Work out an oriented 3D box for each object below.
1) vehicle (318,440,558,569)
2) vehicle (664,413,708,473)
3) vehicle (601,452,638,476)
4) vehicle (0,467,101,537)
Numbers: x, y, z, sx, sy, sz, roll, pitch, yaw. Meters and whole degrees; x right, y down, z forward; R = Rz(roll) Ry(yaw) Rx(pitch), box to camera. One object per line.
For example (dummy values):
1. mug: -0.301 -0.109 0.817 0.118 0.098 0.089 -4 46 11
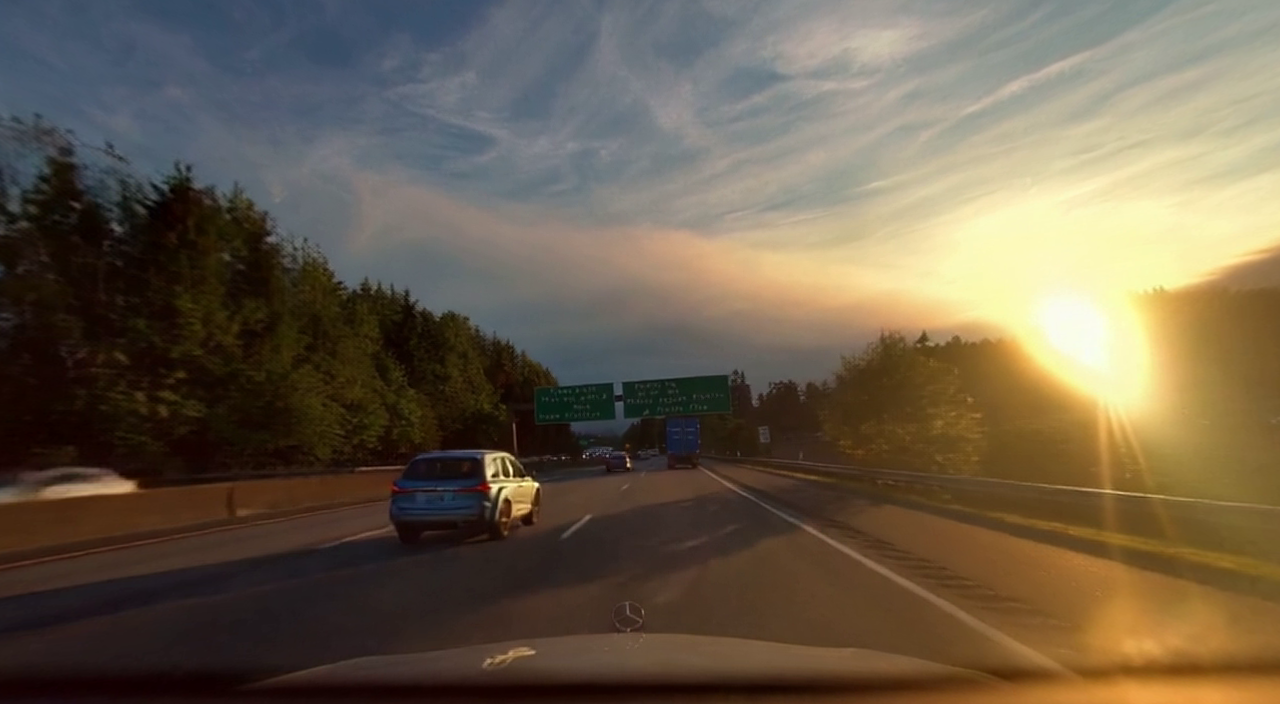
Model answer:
1. vehicle: -2.755 2.214 9.976 2.039 1.532 4.610 -1 -9 3
2. vehicle: 3.442 7.306 49.965 2.960 4.018 13.834 -1 -9 2
3. vehicle: -1.261 7.196 40.773 2.045 1.430 3.951 -1 -9 4
4. vehicle: -14.524 3.257 13.605 1.844 1.424 4.319 -1 -9 2
